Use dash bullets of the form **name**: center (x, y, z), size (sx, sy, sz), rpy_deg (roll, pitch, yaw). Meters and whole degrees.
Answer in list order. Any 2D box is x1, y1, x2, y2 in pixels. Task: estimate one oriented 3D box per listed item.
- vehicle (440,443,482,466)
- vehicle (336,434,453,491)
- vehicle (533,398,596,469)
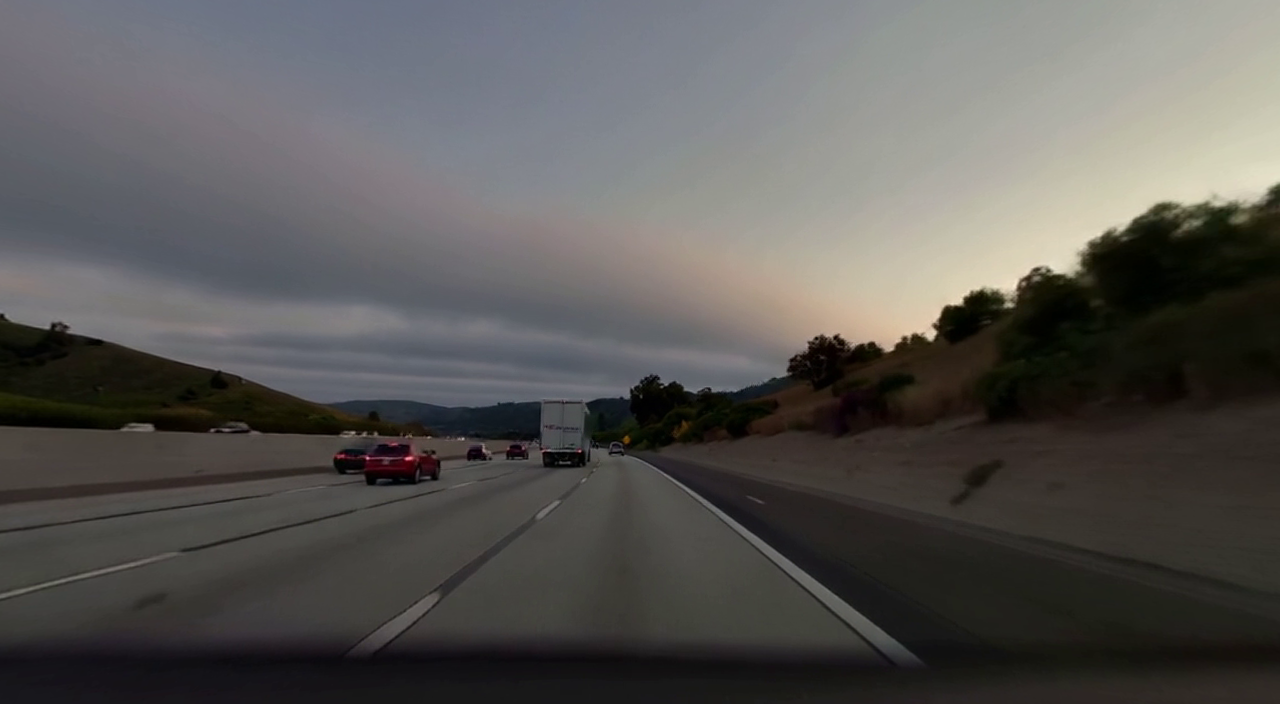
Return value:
- **vehicle**: center (-12.644, 7.282, 44.791), size (1.817, 1.479, 4.409), rpy_deg (1, -9, -1)
- **vehicle**: center (-8.040, 3.670, 21.198), size (2.099, 1.644, 4.638), rpy_deg (1, -9, 0)
- **vehicle**: center (-4.803, 5.723, 42.909), size (2.880, 4.025, 14.064), rpy_deg (1, -9, -1)
